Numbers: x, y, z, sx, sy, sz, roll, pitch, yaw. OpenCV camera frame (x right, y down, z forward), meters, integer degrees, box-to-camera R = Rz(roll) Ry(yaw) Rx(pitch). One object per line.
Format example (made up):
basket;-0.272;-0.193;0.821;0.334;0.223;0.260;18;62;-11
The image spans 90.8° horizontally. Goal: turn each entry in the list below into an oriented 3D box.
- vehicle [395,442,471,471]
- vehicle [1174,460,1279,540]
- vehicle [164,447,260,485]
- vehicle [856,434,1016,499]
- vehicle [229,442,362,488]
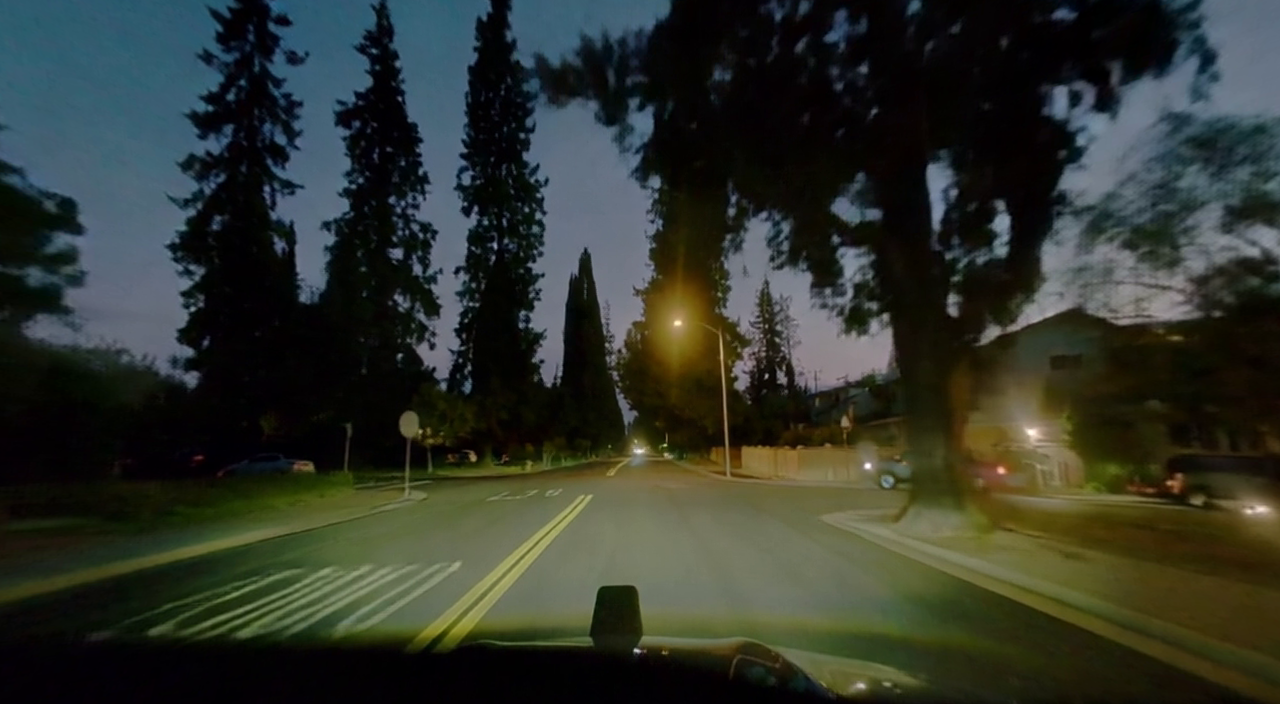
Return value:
vehicle;-14.586;7.359;44.677;2.066;1.852;4.782;-6;-10;34
vehicle;14.371;3.039;13.316;4.231;1.493;1.941;-9;-11;26
vehicle;-21.511;5.678;31.711;4.507;1.774;1.923;-5;-9;27
vehicle;10.702;4.180;22.964;4.854;1.771;2.123;-12;-12;29
vehicle;-15.631;5.063;28.599;6.072;1.882;2.277;-5;-9;29
